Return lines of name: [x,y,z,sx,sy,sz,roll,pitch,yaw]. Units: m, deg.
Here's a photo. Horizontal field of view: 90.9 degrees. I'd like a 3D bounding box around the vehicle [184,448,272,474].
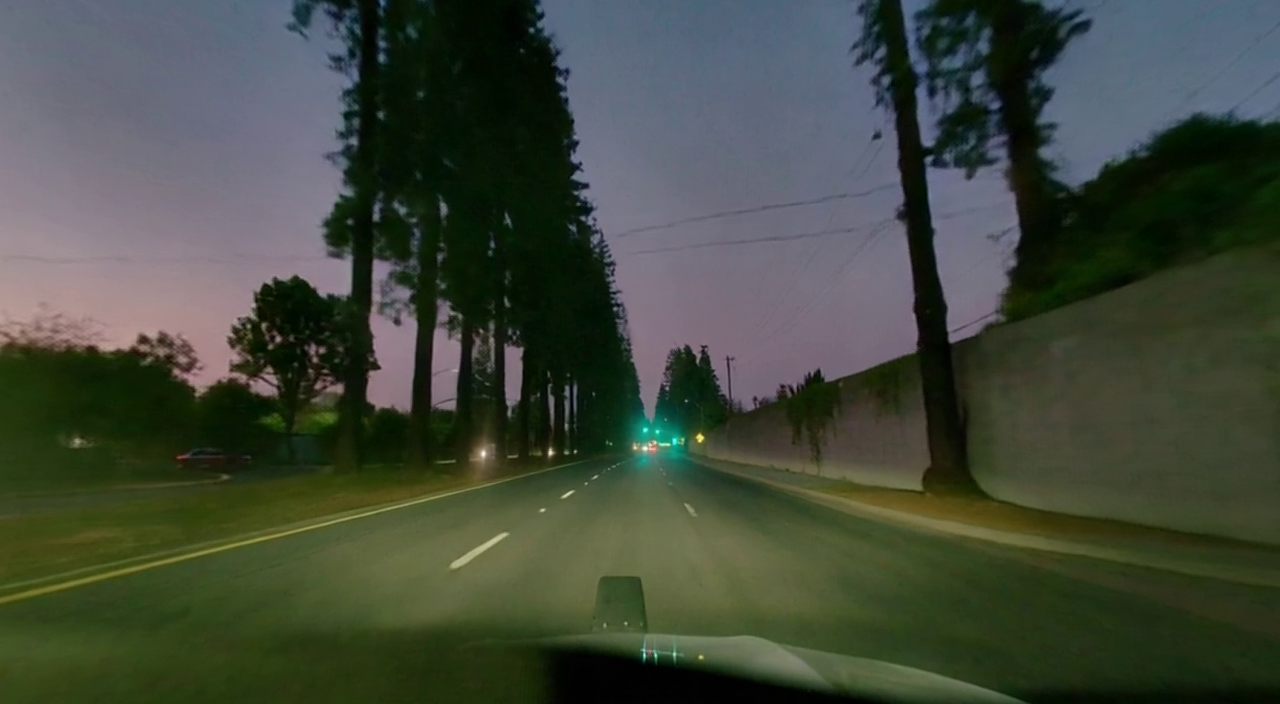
vehicle: [-25.950,6.854,39.832,4.188,1.536,1.845,0,-8,-3]
